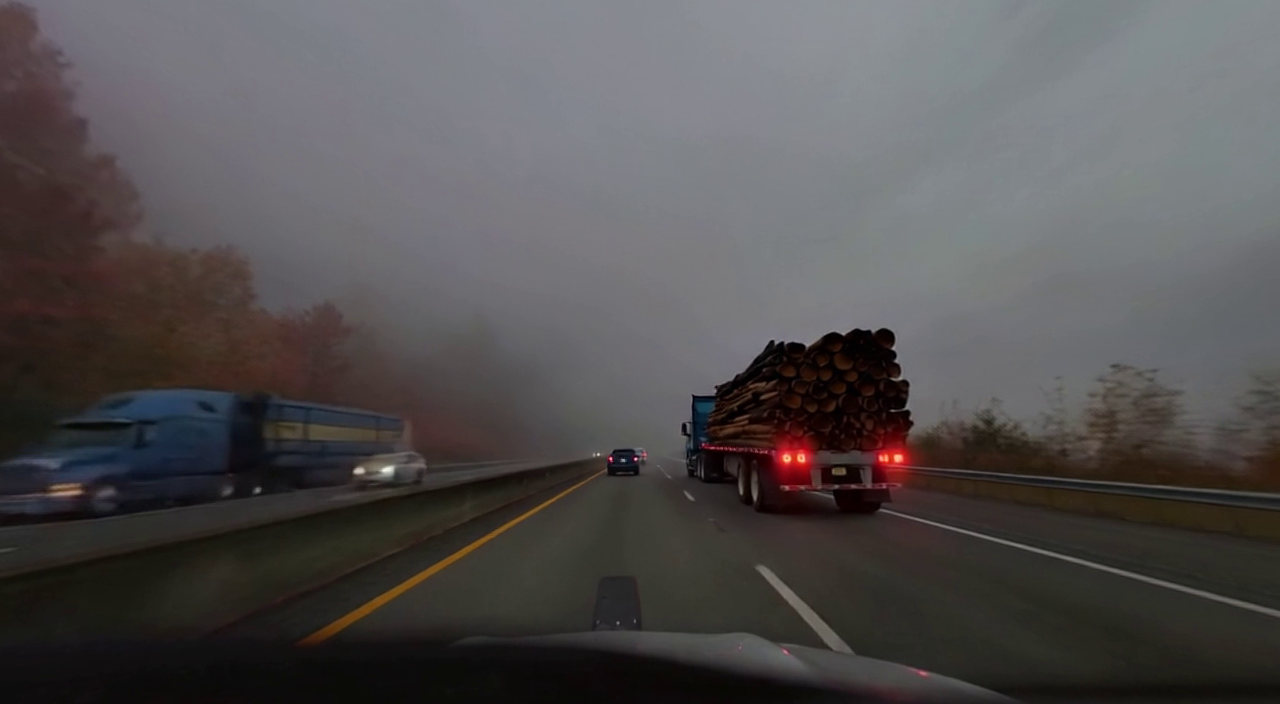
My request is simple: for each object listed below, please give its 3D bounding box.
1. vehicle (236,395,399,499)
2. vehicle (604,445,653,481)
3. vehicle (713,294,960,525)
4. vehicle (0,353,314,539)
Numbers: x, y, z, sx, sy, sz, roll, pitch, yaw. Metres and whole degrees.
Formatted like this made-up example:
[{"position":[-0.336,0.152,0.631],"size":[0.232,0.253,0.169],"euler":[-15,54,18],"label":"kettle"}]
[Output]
[{"position":[-14.031,4.297,28.325],"size":[2.876,3.959,8.104],"euler":[-1,-9,1],"label":"vehicle"},{"position":[-0.482,5.036,28.731],"size":[2.099,1.506,4.097],"euler":[-1,-9,0],"label":"vehicle"},{"position":[3.787,1.564,14.865],"size":[3.004,3.923,8.363],"euler":[-1,-9,0],"label":"vehicle"},{"position":[-14.101,2.795,18.675],"size":[2.968,3.947,10.444],"euler":[-1,-9,1],"label":"vehicle"}]
